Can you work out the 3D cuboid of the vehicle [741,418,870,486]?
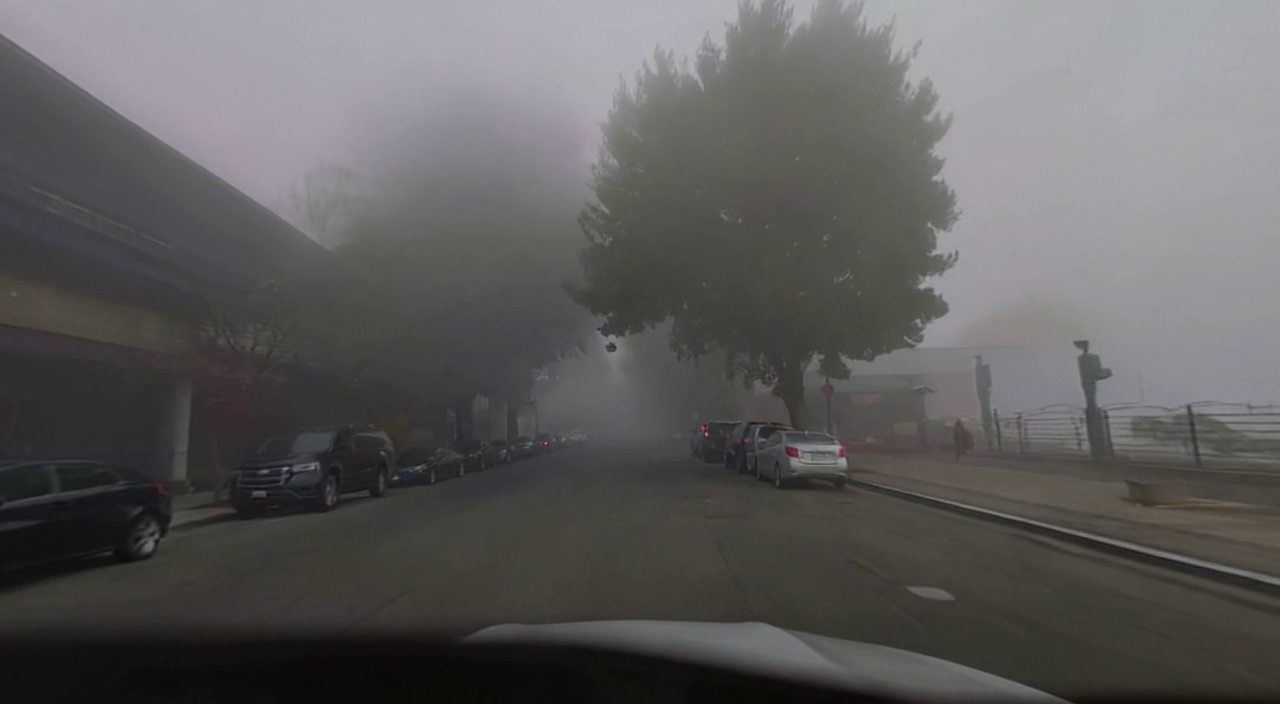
[{"bbox_3d":[4.059,2.570,16.444,1.973,1.494,4.867,0,-8,-1],"label":"vehicle"}]

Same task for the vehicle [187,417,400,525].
[{"bbox_3d":[-7.218,2.456,13.911,2.238,1.891,4.780,-1,-7,-3],"label":"vehicle"}]

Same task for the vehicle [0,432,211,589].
[{"bbox_3d":[-7.138,1.670,6.861,1.917,1.487,4.659,-2,-8,-4],"label":"vehicle"}]

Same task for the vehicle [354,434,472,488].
[{"bbox_3d":[-7.238,3.500,20.736,2.001,1.502,4.851,-1,-8,1],"label":"vehicle"}]

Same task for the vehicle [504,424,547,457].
[{"bbox_3d":[-7.270,5.758,40.557,1.996,1.770,5.518,-1,-10,-3],"label":"vehicle"}]
